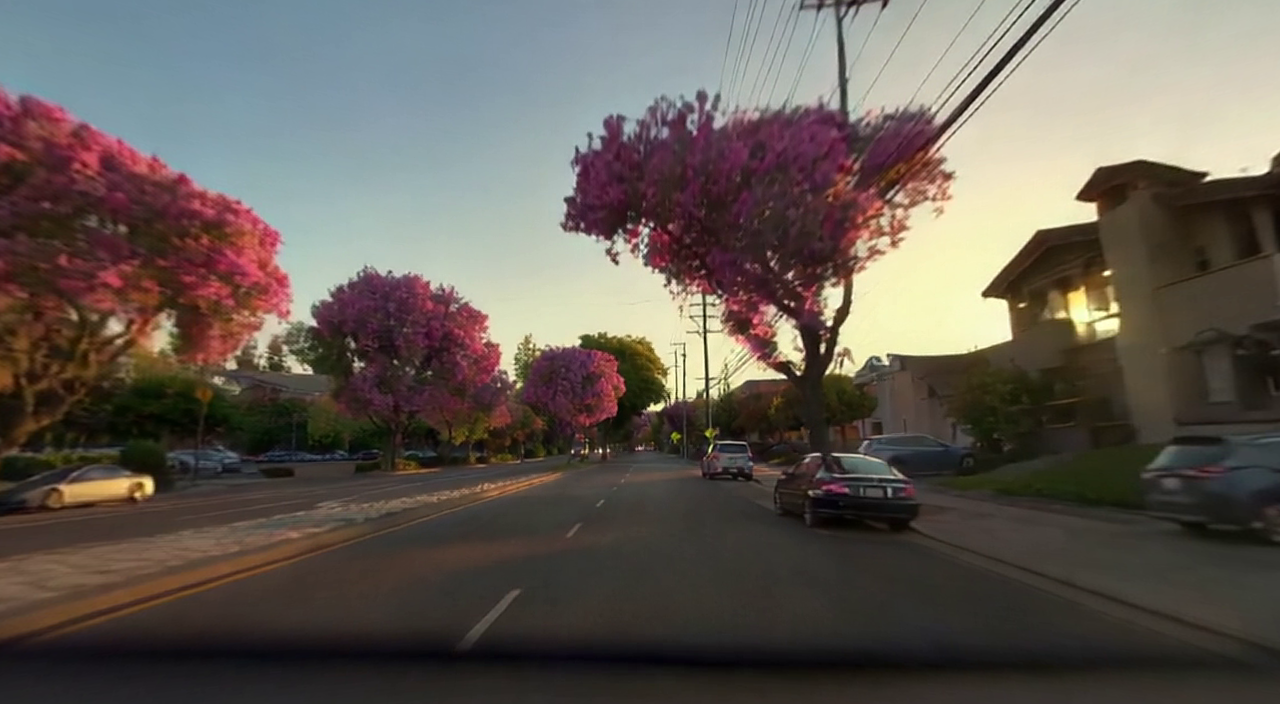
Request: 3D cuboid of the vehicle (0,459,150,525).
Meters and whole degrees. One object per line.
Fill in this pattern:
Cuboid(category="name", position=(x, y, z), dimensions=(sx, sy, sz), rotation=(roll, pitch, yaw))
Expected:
Cuboid(category="vehicle", position=(-16.640, 3.824, 17.779), dimensions=(1.954, 1.497, 4.613), rotation=(0, -9, 0))

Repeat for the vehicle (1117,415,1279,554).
Cuboid(category="vehicle", position=(9.300, 1.660, 8.225), dimensions=(4.512, 1.567, 1.947), rotation=(0, -9, 0))

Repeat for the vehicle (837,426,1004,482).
Cuboid(category="vehicle", position=(9.723, 3.579, 22.238), dimensions=(4.818, 1.847, 2.257), rotation=(0, -9, 2))

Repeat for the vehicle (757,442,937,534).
Cuboid(category="vehicle", position=(3.778, 2.548, 12.500), dimensions=(2.042, 1.465, 4.455), rotation=(0, -9, 0))

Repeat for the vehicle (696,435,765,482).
Cuboid(category="vehicle", position=(4.025, 4.865, 29.094), dimensions=(2.280, 1.904, 5.779), rotation=(0, -9, -1))

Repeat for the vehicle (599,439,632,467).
Cuboid(category="vehicle", position=(-1.743, 7.428, 46.424), dimensions=(2.202, 1.961, 4.980), rotation=(0, -9, 0))
